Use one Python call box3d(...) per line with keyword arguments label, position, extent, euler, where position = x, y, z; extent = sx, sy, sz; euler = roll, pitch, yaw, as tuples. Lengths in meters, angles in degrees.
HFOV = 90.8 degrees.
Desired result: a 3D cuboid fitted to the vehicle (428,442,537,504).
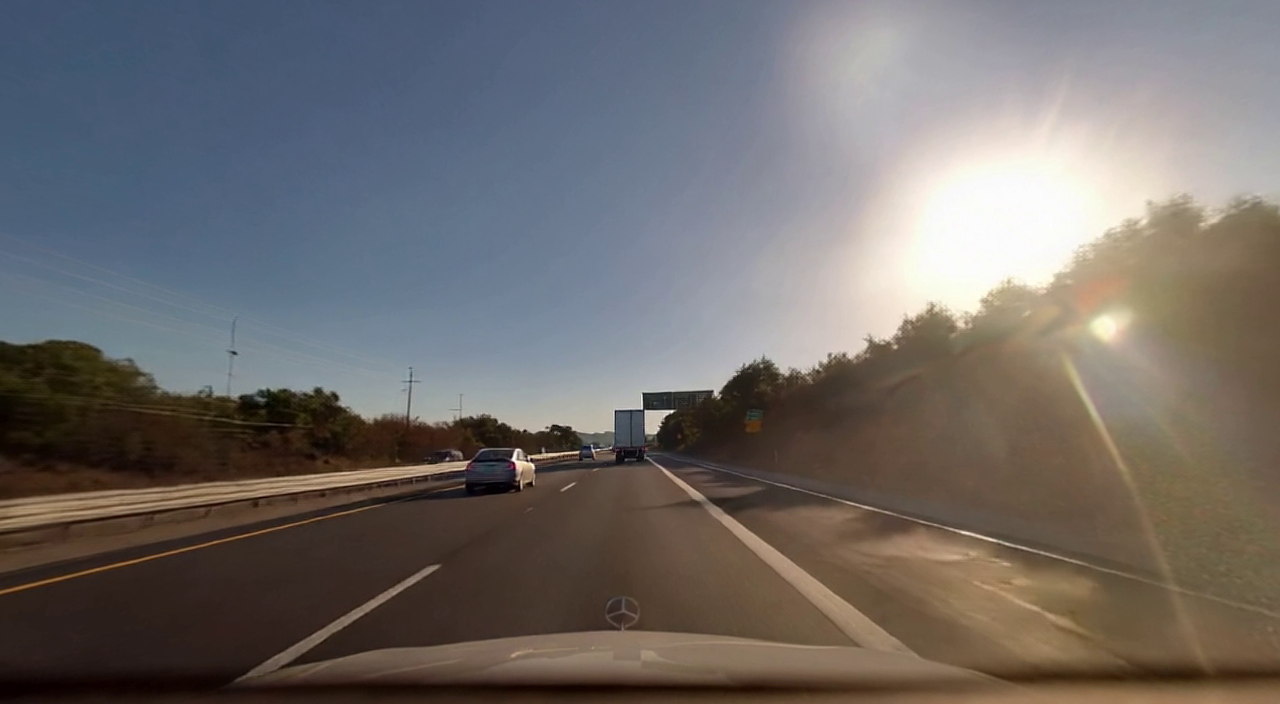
box3d(label="vehicle", position=(-4.226, 3.319, 17.697), extent=(1.978, 1.507, 4.062), euler=(0, -9, 0))
